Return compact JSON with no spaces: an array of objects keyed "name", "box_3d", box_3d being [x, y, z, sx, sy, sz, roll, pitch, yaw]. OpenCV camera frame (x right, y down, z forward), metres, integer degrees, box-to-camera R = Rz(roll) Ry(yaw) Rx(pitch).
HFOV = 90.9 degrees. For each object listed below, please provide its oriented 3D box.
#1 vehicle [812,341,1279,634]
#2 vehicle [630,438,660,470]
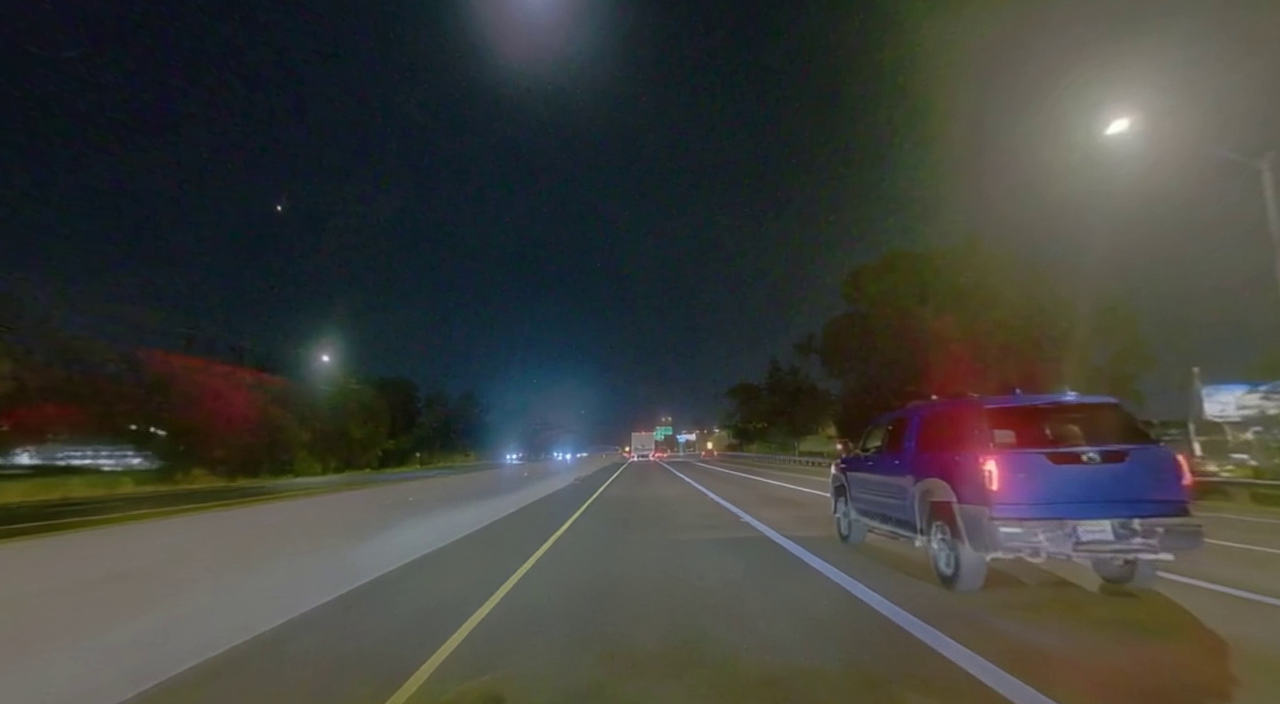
[{"name":"vehicle","box_3d":[4.166,1.406,7.562,2.594,2.155,5.670,0,-9,0]},{"name":"vehicle","box_3d":[0.327,7.604,47.214,2.099,2.260,4.899,0,-8,0]}]
